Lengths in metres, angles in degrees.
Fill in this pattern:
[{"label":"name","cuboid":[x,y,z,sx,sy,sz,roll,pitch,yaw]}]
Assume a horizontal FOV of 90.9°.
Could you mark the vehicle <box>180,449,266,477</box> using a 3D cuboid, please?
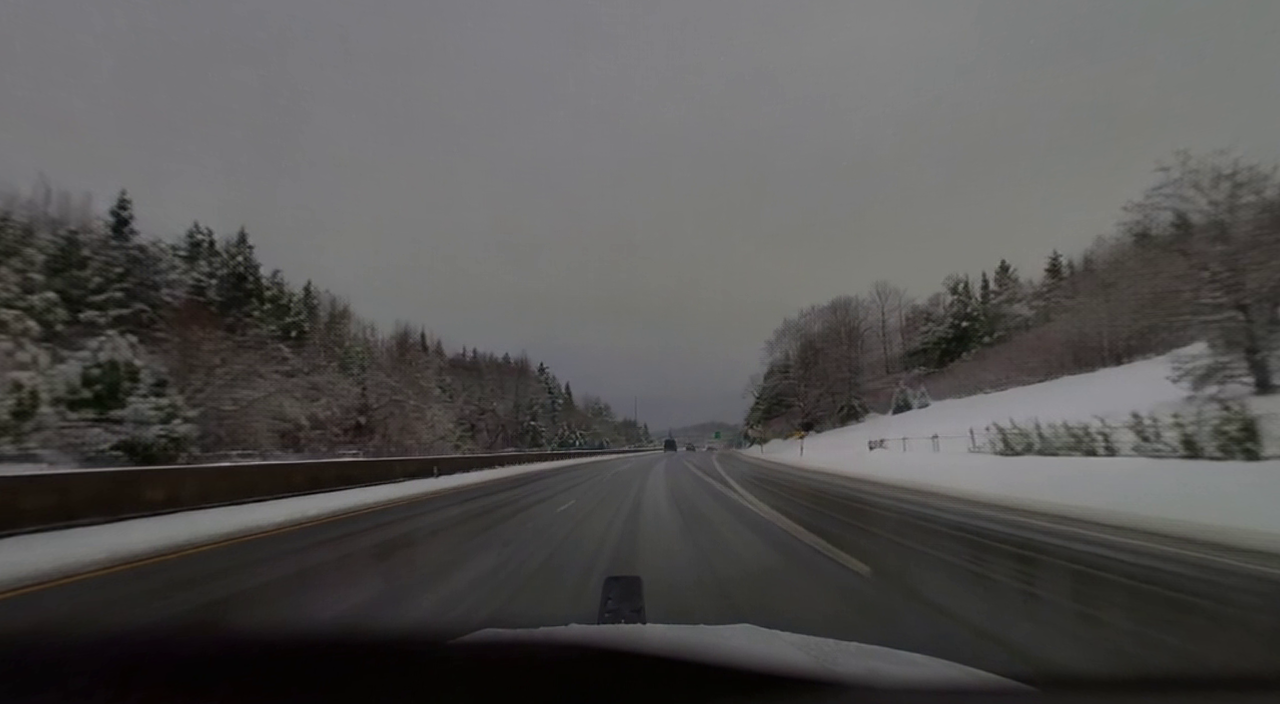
[{"label":"vehicle","cuboid":[-26.067,6.948,39.618,2.199,1.649,4.525,0,-9,1]}]
